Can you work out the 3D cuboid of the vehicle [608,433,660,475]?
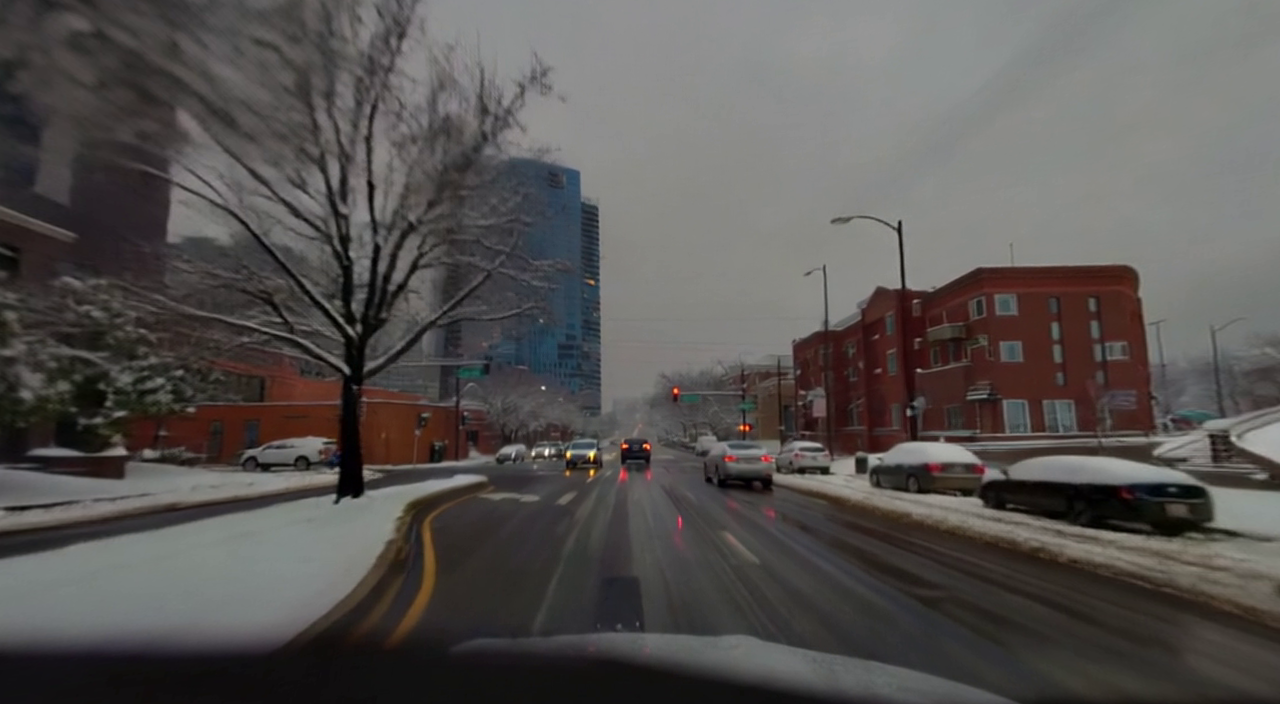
[{"bbox_3d":[-0.251,4.873,30.419,2.329,1.842,4.537,0,-8,0],"label":"vehicle"}]

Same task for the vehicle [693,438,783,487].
[{"bbox_3d":[3.257,3.796,22.133,2.238,1.499,4.964,0,-8,-2],"label":"vehicle"}]

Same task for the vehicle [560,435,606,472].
[{"bbox_3d":[-2.973,5.413,33.742,2.297,1.812,4.244,0,-8,-3],"label":"vehicle"}]

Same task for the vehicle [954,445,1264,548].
[{"bbox_3d":[8.192,2.507,11.830,2.054,1.455,4.786,0,-8,-1],"label":"vehicle"}]

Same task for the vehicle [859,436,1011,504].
[{"bbox_3d":[8.116,3.232,17.969,1.963,1.649,4.562,1,-8,-2],"label":"vehicle"}]

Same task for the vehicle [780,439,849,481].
[{"bbox_3d":[8.053,4.979,29.629,1.959,1.719,4.538,1,-7,0],"label":"vehicle"}]

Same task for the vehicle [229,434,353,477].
[{"bbox_3d":[-23.604,7.011,43.028,6.679,2.794,2.850,0,-9,2],"label":"vehicle"}]
